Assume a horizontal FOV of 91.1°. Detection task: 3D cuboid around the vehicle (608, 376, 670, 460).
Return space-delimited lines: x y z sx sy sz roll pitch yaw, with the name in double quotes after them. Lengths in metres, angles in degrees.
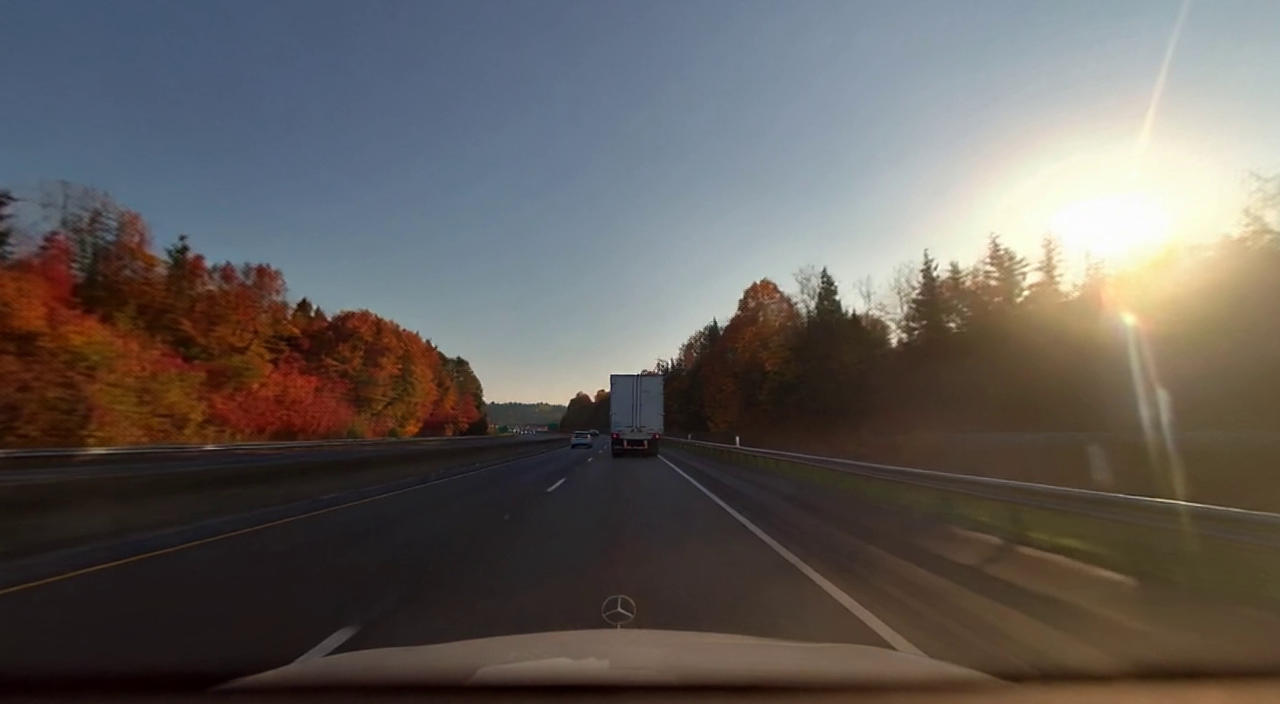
-0.224 3.959 36.260 3.013 4.016 11.496 0 -8 -2 "vehicle"
